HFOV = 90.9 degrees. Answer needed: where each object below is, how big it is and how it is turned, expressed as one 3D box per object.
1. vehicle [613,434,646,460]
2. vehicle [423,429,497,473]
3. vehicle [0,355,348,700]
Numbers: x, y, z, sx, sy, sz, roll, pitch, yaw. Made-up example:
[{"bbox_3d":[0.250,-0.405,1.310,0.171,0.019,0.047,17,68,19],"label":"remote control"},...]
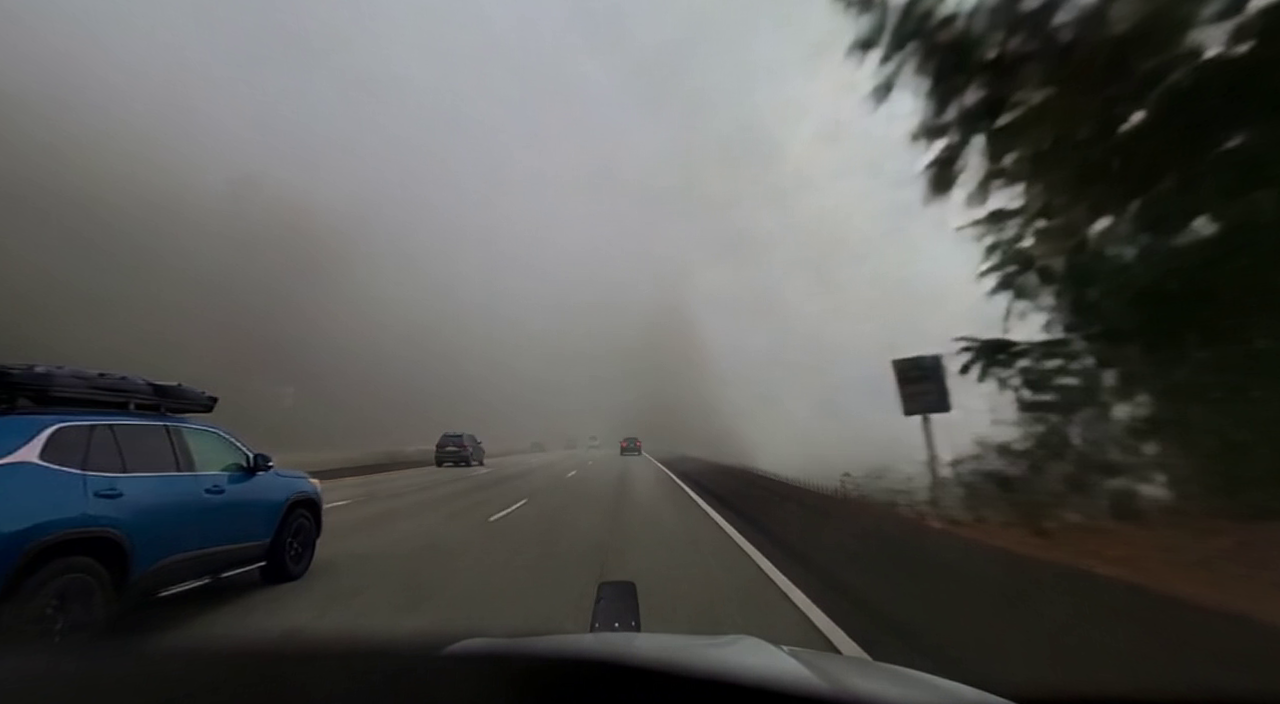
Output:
[{"bbox_3d":[-0.703,6.406,42.858,2.178,1.658,3.916,0,-8,-1],"label":"vehicle"},{"bbox_3d":[-7.830,4.324,27.906,1.964,1.745,4.338,0,-8,0],"label":"vehicle"},{"bbox_3d":[-4.320,1.096,4.712,2.069,1.748,4.652,0,-8,-1],"label":"vehicle"}]
